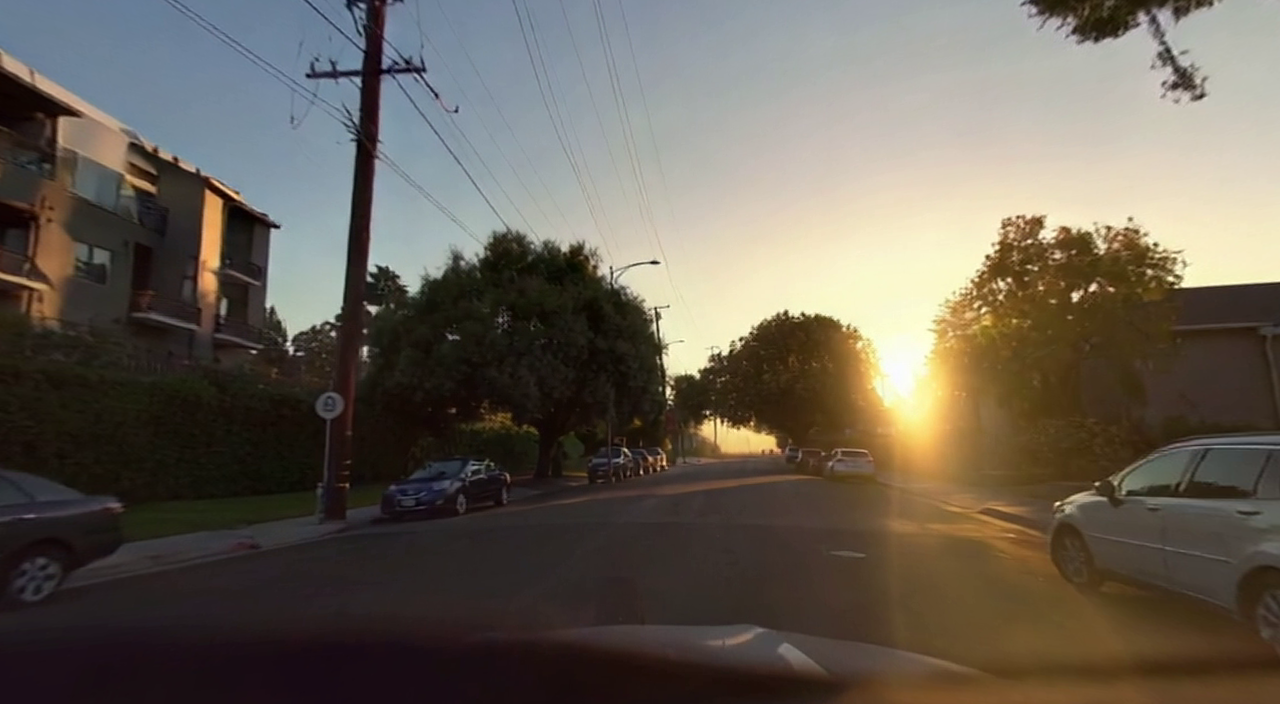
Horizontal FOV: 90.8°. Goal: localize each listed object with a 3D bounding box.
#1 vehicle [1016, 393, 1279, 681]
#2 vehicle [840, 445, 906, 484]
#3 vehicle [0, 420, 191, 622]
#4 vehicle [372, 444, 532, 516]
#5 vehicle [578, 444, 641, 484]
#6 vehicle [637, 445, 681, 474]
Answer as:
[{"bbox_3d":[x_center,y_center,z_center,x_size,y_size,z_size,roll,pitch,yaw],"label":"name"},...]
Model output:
[{"bbox_3d":[5.122,1.288,5.046,2.180,1.677,4.432,-2,-8,11],"label":"vehicle"},{"bbox_3d":[9.894,4.780,27.122,1.964,1.515,4.055,-2,-9,11],"label":"vehicle"},{"bbox_3d":[-6.733,1.570,5.399,2.068,1.745,4.579,-8,-10,9],"label":"vehicle"},{"bbox_3d":[-4.763,3.410,16.943,2.017,1.582,4.664,-4,-11,13],"label":"vehicle"},{"bbox_3d":[-1.428,5.537,31.612,2.011,1.801,4.676,-2,-9,12],"label":"vehicle"},{"bbox_3d":[1.400,7.483,43.872,1.953,1.699,4.234,-9,-12,13],"label":"vehicle"}]
